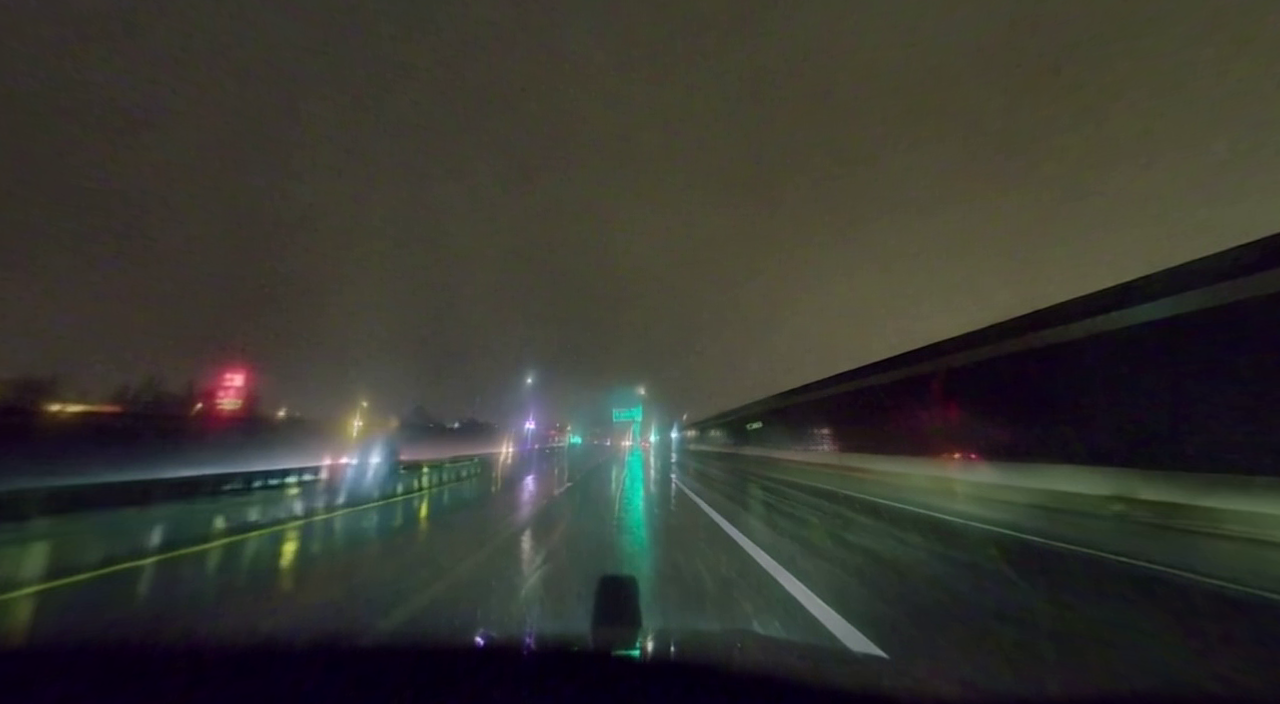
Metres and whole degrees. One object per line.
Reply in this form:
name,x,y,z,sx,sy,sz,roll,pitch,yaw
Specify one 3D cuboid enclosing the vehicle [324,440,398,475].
vehicle,-16.254,6.134,36.956,2.071,1.855,4.813,0,-8,1
